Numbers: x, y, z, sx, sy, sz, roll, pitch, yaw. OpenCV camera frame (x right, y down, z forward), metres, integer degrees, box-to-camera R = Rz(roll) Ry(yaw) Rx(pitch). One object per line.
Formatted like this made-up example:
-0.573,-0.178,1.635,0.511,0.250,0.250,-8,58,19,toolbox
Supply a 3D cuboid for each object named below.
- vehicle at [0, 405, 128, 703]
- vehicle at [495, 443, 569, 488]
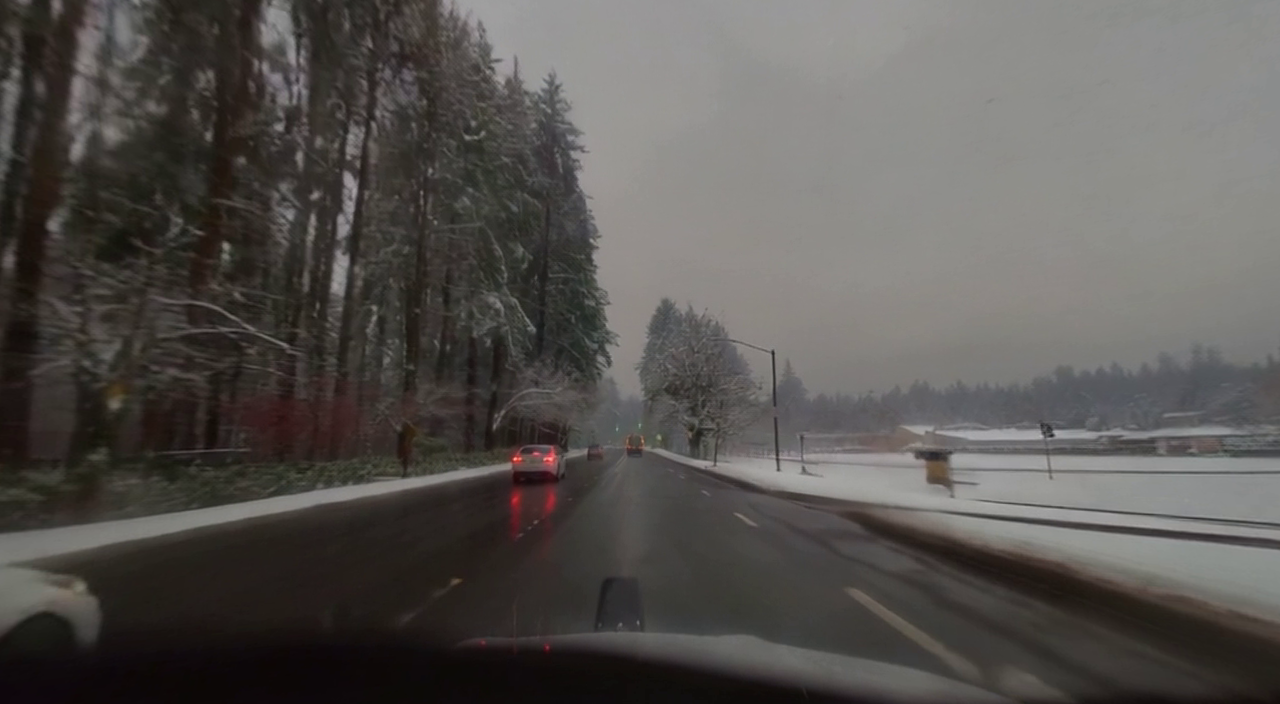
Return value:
-3.634,0.724,0.933,2.106,1.482,4.312,0,-8,0,vehicle
-3.880,4.149,23.531,1.968,1.459,4.433,0,-8,0,vehicle
